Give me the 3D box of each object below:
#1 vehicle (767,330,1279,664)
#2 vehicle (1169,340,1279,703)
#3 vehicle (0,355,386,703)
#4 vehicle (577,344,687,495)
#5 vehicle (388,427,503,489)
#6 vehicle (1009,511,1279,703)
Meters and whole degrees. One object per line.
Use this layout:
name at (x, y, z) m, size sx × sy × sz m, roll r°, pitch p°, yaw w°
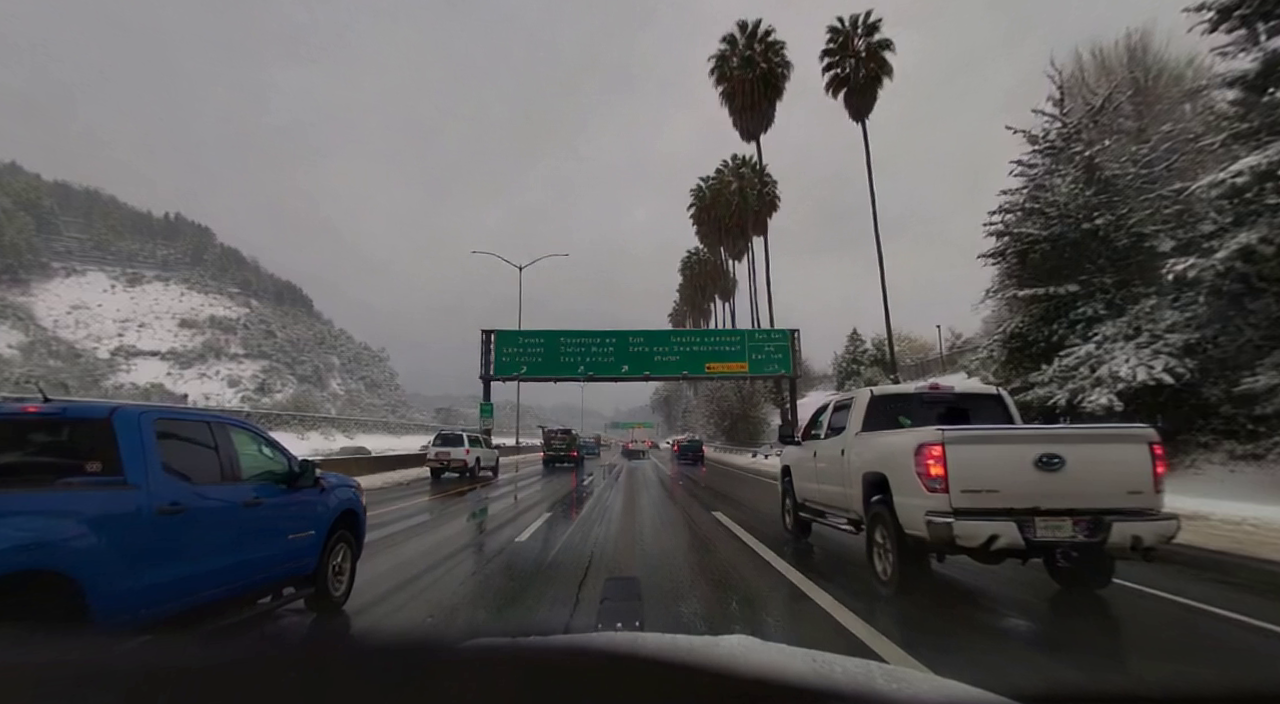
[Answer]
vehicle at (3.102, 1.318, 6.863) m, size 2.245 × 2.103 × 5.613 m, roll 0°, pitch -9°, yaw 0°
vehicle at (3.184, 0.372, 0.247) m, size 1.859 × 1.416 × 4.695 m, roll 0°, pitch -9°, yaw -1°
vehicle at (-3.234, 1.047, 3.539) m, size 1.885 × 1.654 × 4.103 m, roll 0°, pitch -9°, yaw 0°
vehicle at (-0.149, 2.595, 22.315) m, size 2.906 × 4.040 × 10.743 m, roll 0°, pitch -9°, yaw 1°
vehicle at (-6.879, 3.844, 23.170) m, size 2.344 × 1.954 × 5.579 m, roll 0°, pitch -9°, yaw 1°
vehicle at (3.155, 0.890, 0.329) m, size 2.635 × 1.036 × 5.568 m, roll 0°, pitch -9°, yaw 0°
